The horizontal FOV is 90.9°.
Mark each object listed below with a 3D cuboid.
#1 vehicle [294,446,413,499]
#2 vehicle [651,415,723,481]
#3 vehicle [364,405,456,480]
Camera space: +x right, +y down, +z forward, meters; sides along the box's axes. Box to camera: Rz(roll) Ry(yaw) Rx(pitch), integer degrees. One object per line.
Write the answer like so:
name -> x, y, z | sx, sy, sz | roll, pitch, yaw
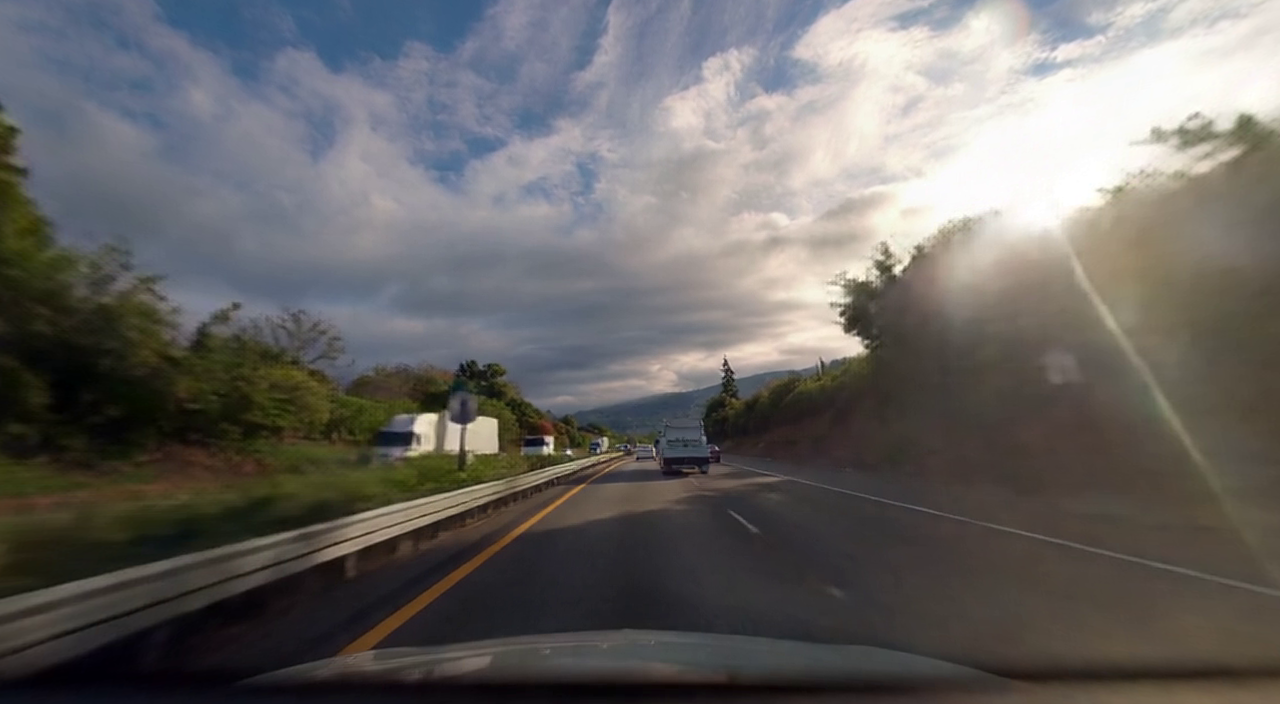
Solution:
vehicle -> -9.009, 3.802, 20.252 | 1.945, 1.484, 3.953 | 0, -9, 0
vehicle -> 1.840, 4.065, 26.802 | 2.423, 2.517, 5.055 | 0, -9, -3
vehicle -> -13.296, 5.318, 37.030 | 3.042, 4.009, 5.906 | 0, -9, 1
